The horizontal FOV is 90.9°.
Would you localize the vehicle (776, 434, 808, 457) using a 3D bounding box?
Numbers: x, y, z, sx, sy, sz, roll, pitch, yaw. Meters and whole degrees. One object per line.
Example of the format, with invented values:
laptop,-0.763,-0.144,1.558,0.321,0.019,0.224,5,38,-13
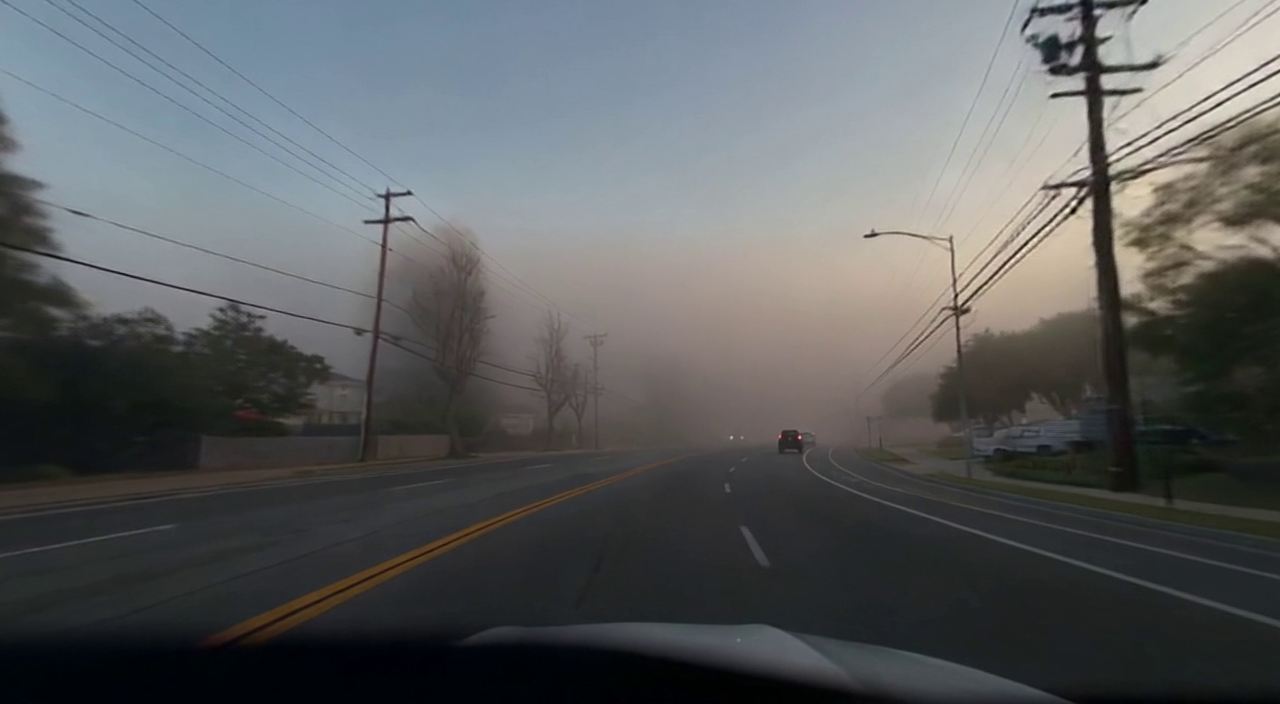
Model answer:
vehicle,10.152,6.276,42.234,1.982,1.451,4.152,-2,-9,12
